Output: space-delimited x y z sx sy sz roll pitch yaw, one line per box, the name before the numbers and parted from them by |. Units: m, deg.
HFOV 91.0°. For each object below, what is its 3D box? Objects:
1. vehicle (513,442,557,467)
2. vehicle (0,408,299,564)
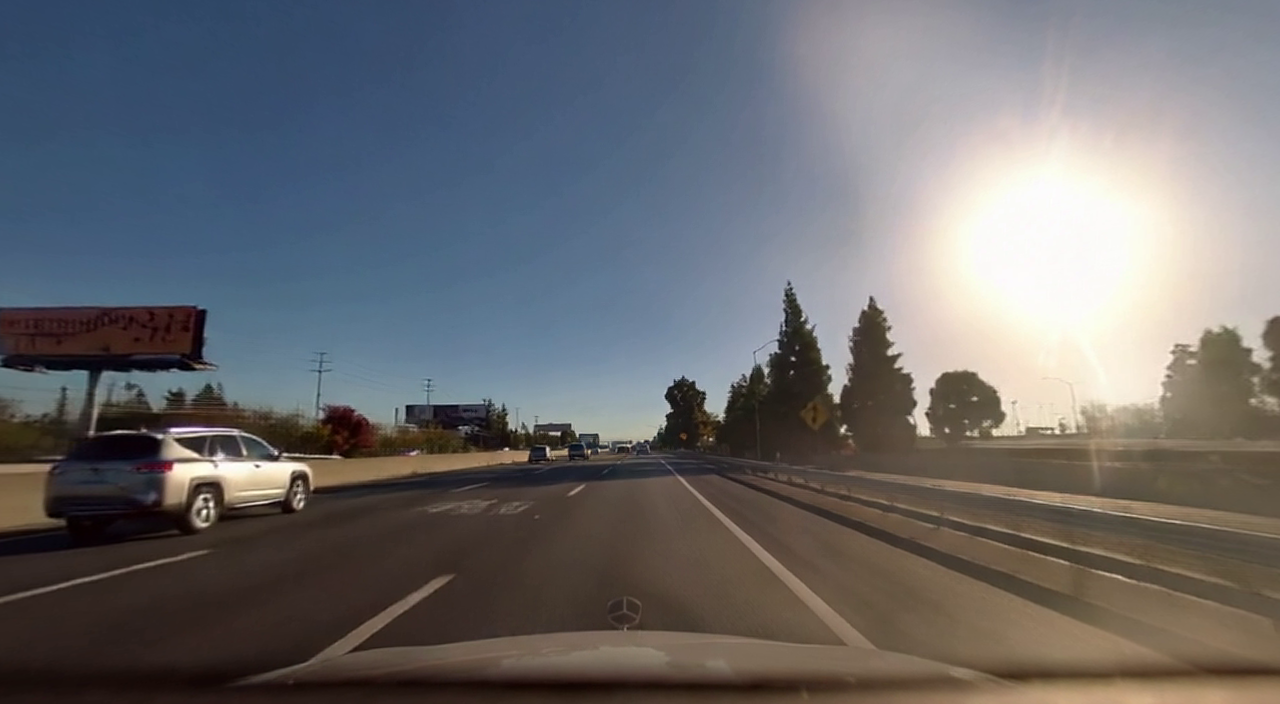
vehicle | -6.876 6.774 41.713 2.008 1.520 4.731 0 -9 1
vehicle | -7.465 1.818 9.329 2.055 1.683 4.804 0 -9 1
